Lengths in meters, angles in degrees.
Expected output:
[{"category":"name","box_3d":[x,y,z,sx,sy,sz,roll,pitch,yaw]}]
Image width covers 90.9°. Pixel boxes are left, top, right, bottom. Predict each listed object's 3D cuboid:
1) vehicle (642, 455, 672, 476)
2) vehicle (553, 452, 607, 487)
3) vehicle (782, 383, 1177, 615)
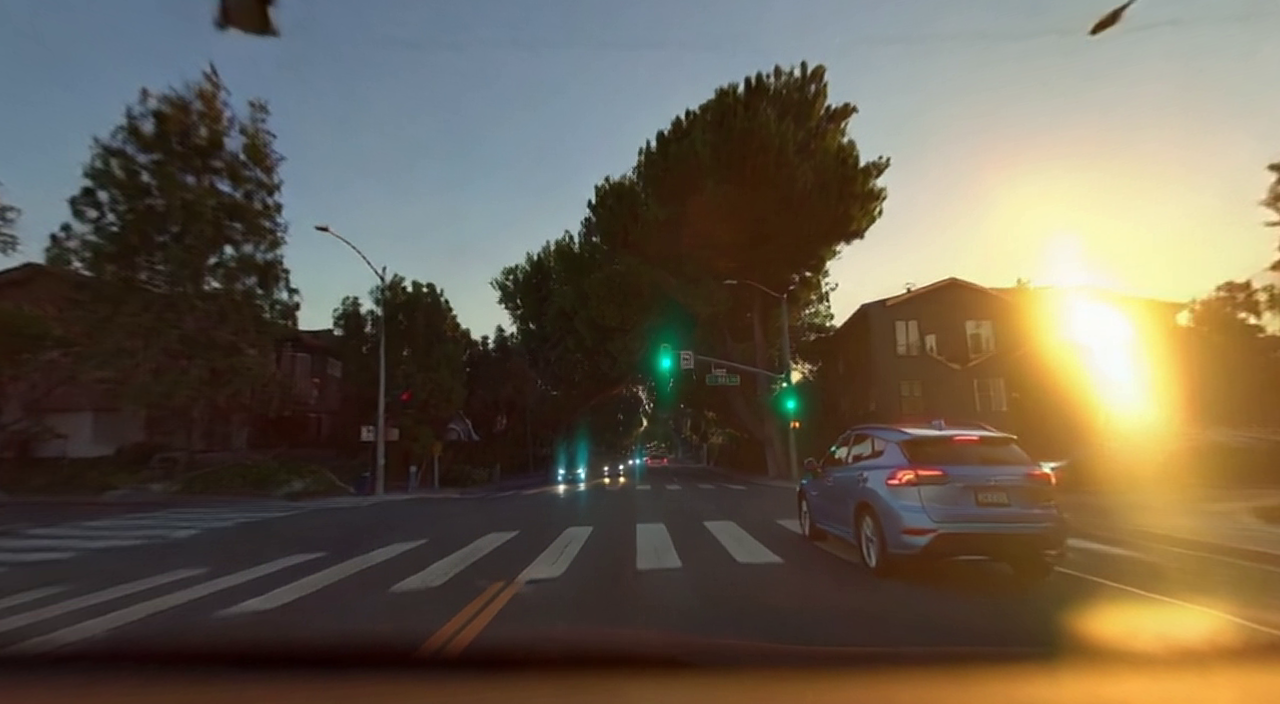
[{"category":"vehicle","box_3d":[1.232,8.375,46.745,2.097,1.463,4.043,0,-9,1]},{"category":"vehicle","box_3d":[-2.787,5.569,30.247,2.170,1.513,4.270,0,-9,0]},{"category":"vehicle","box_3d":[3.312,1.564,7.635,2.130,1.863,4.844,0,-9,1]}]
